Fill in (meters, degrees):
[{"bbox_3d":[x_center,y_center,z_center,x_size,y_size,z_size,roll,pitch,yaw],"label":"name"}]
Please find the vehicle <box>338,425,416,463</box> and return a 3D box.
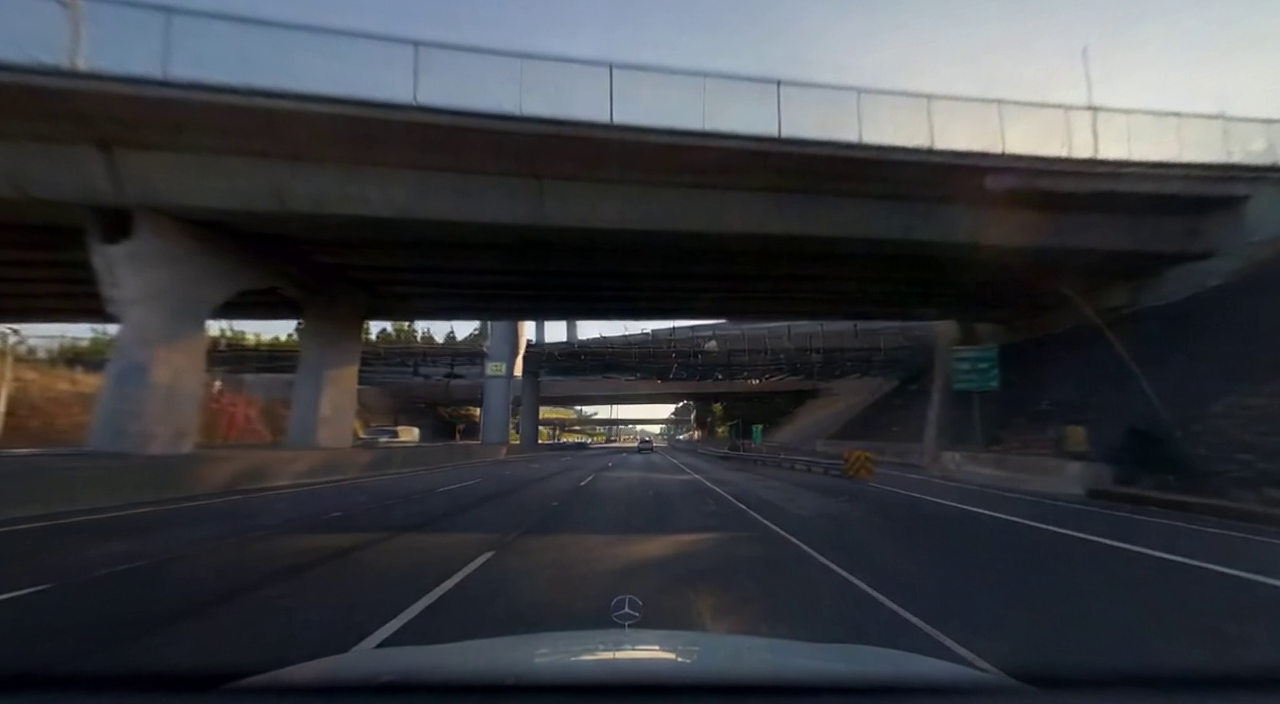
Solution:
[{"bbox_3d":[-16.680,5.871,40.314,2.329,2.251,5.801,0,-8,1],"label":"vehicle"}]
